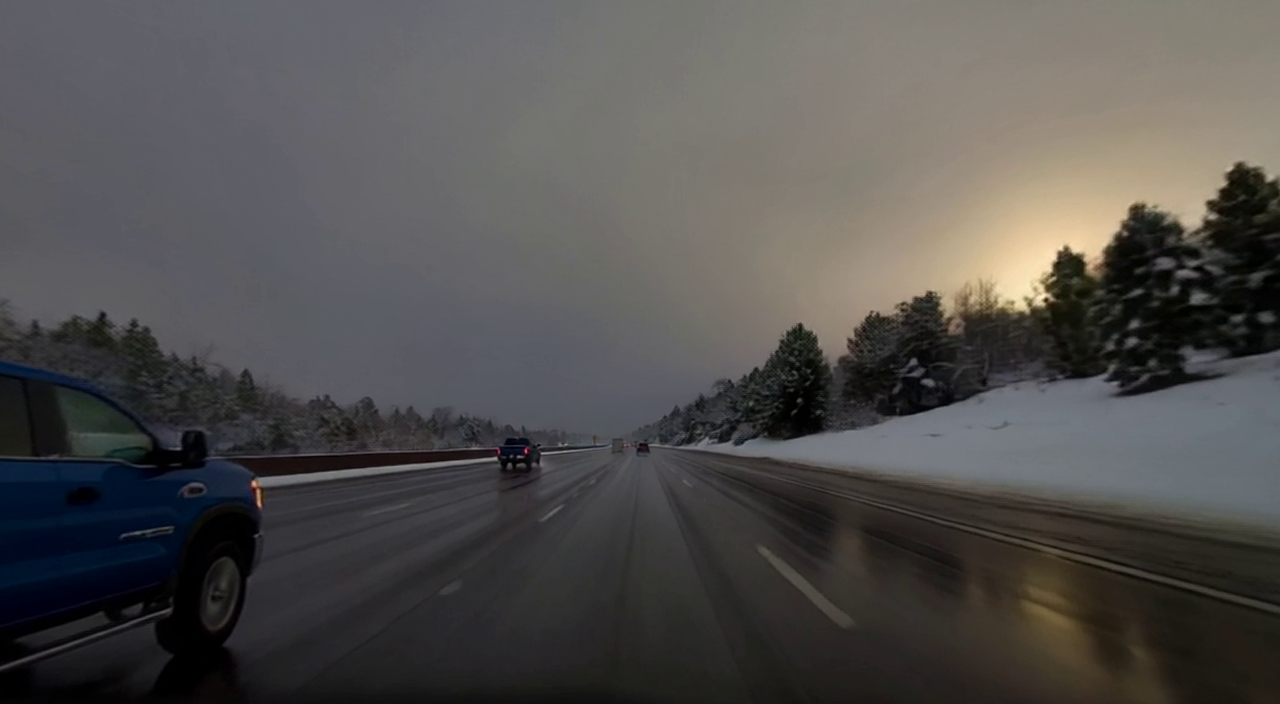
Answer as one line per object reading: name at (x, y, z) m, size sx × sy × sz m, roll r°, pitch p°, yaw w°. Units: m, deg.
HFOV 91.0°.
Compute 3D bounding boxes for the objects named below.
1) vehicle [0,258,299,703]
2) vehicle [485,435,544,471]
vehicle at (-3.690, 0.488, 1.445) m, size 2.339 × 2.004 × 6.171 m, roll 0°, pitch -9°, yaw 0°
vehicle at (-6.998, 5.722, 35.824) m, size 2.260 × 1.917 × 5.499 m, roll 0°, pitch -9°, yaw 0°
